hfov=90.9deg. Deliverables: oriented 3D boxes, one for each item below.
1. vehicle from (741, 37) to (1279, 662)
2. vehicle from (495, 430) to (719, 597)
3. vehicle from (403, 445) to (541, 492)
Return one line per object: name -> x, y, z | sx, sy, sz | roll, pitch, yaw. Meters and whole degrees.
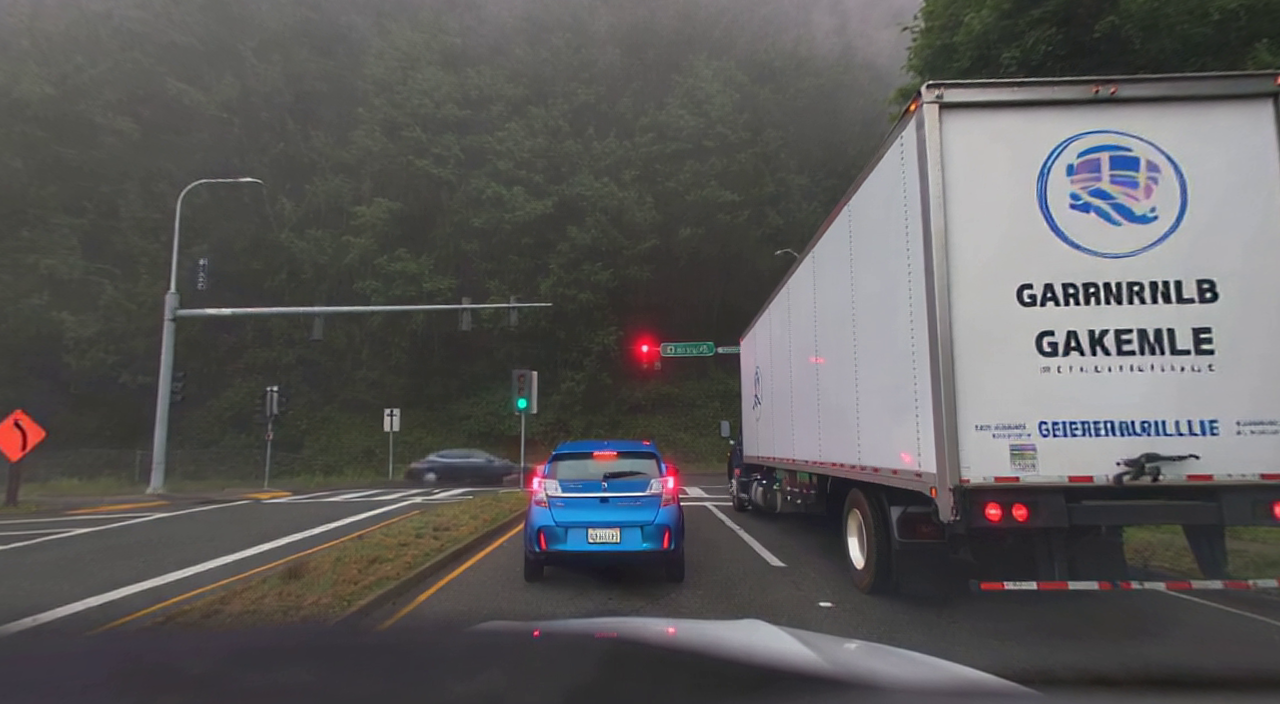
vehicle -> 3.515, 0.595, 8.575 | 2.884, 3.753, 9.763 | 0, -9, 2
vehicle -> -0.329, 1.709, 7.424 | 1.975, 1.457, 3.526 | 0, -9, -1
vehicle -> -6.242, 4.376, 23.989 | 4.839, 1.659, 1.877 | 1, -9, -8
